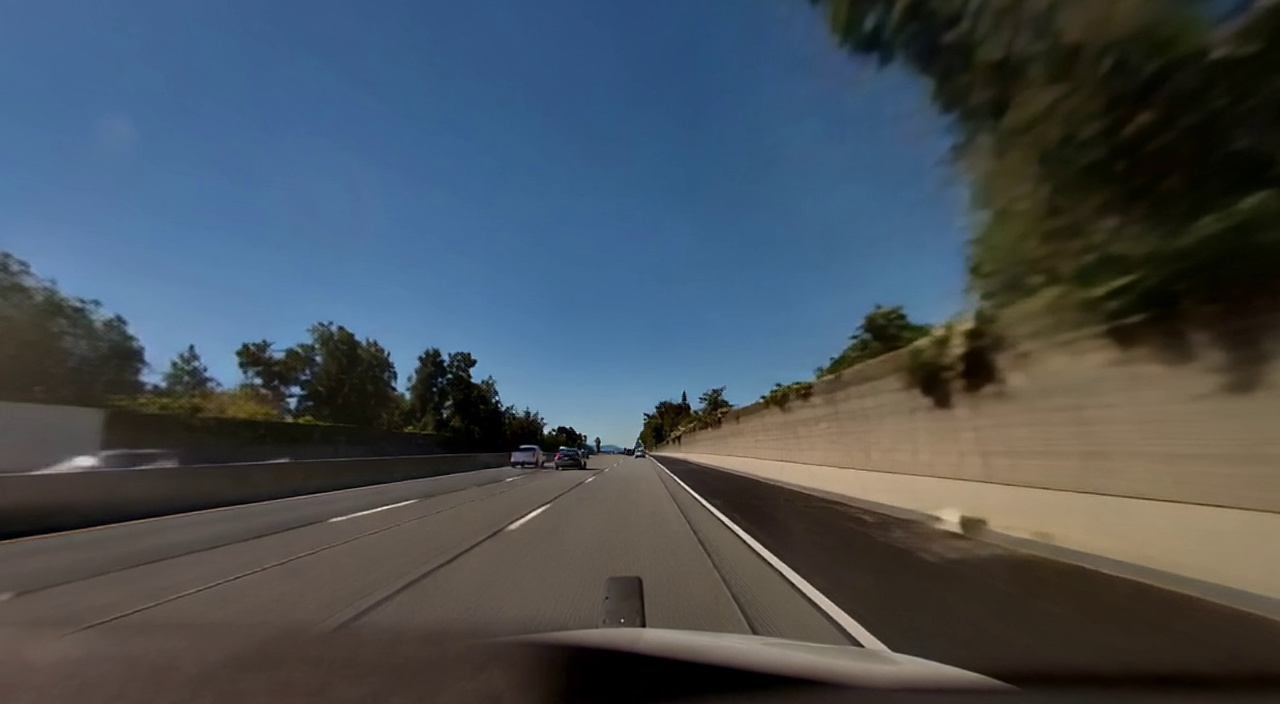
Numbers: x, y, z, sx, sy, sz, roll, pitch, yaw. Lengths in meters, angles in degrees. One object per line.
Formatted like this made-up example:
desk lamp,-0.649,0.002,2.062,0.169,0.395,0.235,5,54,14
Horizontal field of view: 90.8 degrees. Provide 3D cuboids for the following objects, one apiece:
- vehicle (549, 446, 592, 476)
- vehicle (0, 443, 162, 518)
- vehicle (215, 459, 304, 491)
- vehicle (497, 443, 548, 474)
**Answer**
vehicle,-3.721,5.937,34.424,1.893,1.521,3.742,0,-9,0
vehicle,-16.544,3.518,17.864,2.032,1.783,4.980,0,-9,0
vehicle,-19.627,6.321,32.793,1.797,1.457,4.455,0,-9,0
vehicle,-7.145,6.524,38.837,2.173,1.722,4.869,0,-9,1
